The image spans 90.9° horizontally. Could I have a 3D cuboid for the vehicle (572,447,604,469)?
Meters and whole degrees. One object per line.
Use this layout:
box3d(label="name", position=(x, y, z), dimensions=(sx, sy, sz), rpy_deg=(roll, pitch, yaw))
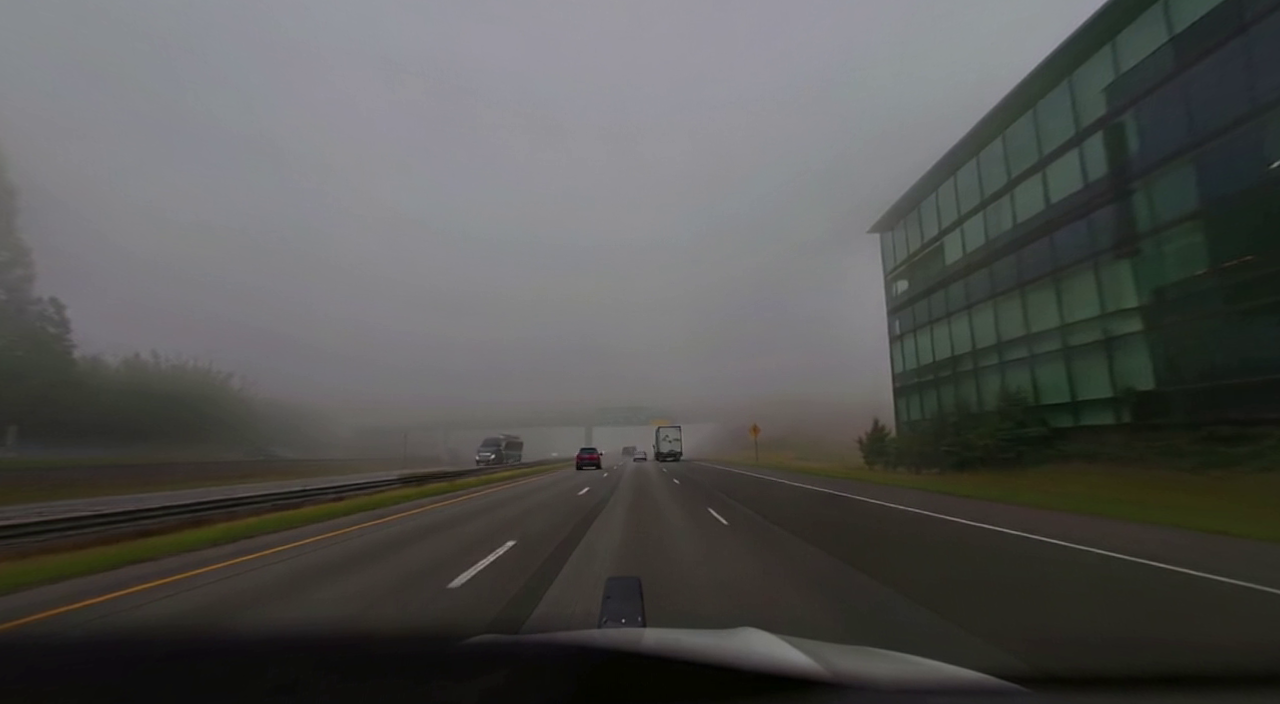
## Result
box3d(label="vehicle", position=(-3.894, 7.995, 47.675), dimensions=(2.042, 1.506, 4.211), rpy_deg=(0, -9, 0))
